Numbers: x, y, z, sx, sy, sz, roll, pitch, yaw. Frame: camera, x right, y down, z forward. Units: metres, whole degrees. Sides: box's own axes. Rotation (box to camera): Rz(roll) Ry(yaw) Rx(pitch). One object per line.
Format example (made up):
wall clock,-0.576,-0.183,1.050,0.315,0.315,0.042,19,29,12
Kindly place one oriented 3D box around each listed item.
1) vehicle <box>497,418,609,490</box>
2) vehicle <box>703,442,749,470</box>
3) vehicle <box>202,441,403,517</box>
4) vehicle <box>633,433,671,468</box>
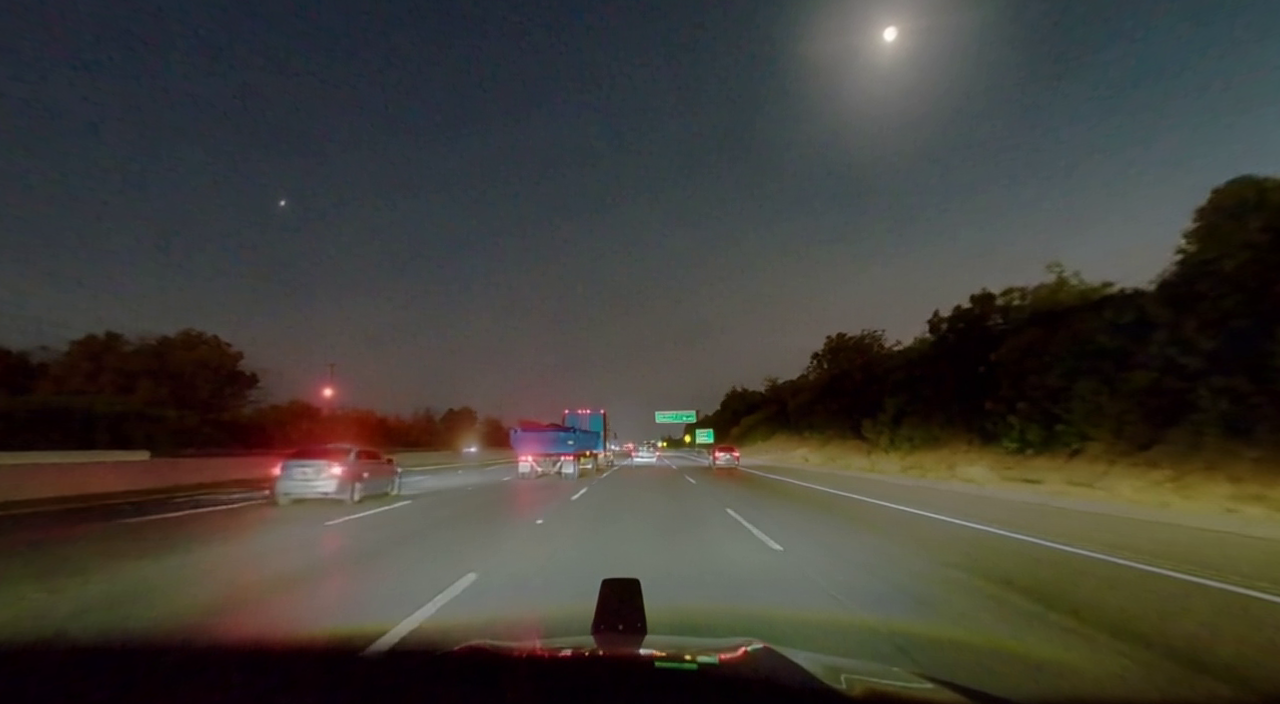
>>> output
vehicle,-3.309,4.620,29.380,2.854,2.379,16.653,0,-8,0
vehicle,4.794,5.858,35.645,1.993,1.474,4.230,0,-8,0
vehicle,-7.328,2.767,14.389,1.965,1.437,4.592,0,-8,1
vehicle,0.764,6.306,40.566,2.309,2.023,5.130,0,-8,1
